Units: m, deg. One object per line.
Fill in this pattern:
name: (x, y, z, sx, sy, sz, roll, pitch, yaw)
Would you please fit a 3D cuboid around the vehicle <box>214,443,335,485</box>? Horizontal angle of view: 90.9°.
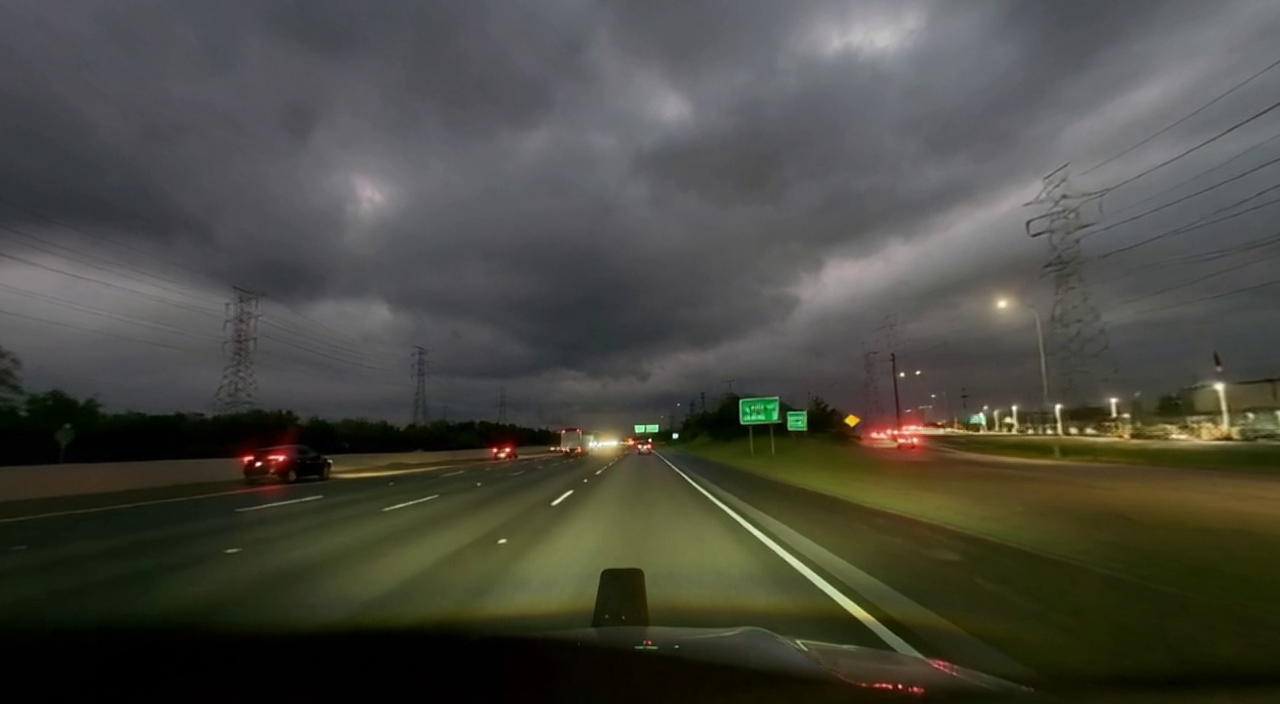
vehicle: (-14.005, 4.275, 24.530, 1.988, 1.477, 4.442, 0, -8, 0)
